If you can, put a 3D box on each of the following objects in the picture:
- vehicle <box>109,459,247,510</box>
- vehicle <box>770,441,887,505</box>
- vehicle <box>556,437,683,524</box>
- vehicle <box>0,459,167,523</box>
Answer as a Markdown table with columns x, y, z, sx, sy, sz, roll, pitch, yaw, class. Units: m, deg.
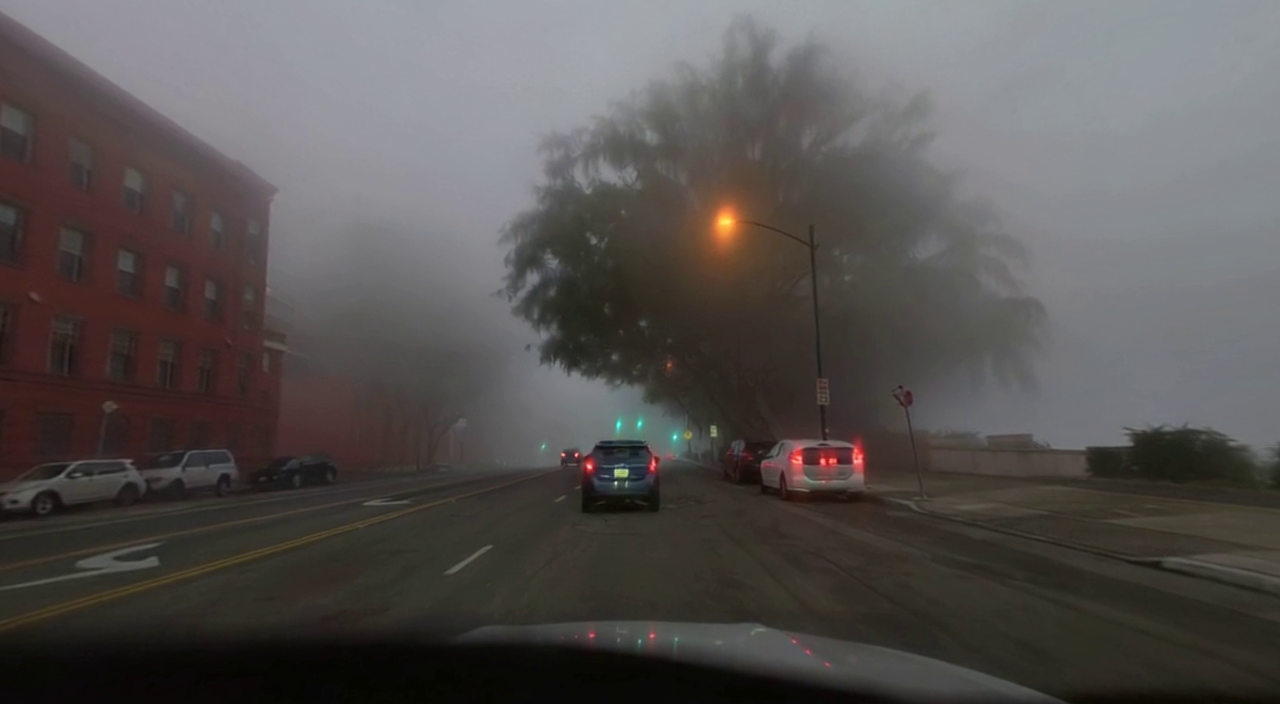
| x | y | z | sx | sy | sz | roll | pitch | yaw | class |
| --- | --- | --- | --- | --- | --- | --- | --- | --- | --- |
| -17.950 | 5.143 | 24.820 | 2.011 | 1.727 | 4.449 | 1 | -9 | 0 | vehicle |
| 4.935 | 3.206 | 17.134 | 1.832 | 1.491 | 4.054 | 1 | -9 | -1 | vehicle |
| -0.362 | 2.584 | 13.217 | 2.230 | 1.518 | 4.113 | 0 | -9 | 0 | vehicle |
| -17.592 | 4.244 | 19.734 | 1.909 | 1.658 | 4.559 | 0 | -9 | 1 | vehicle |
